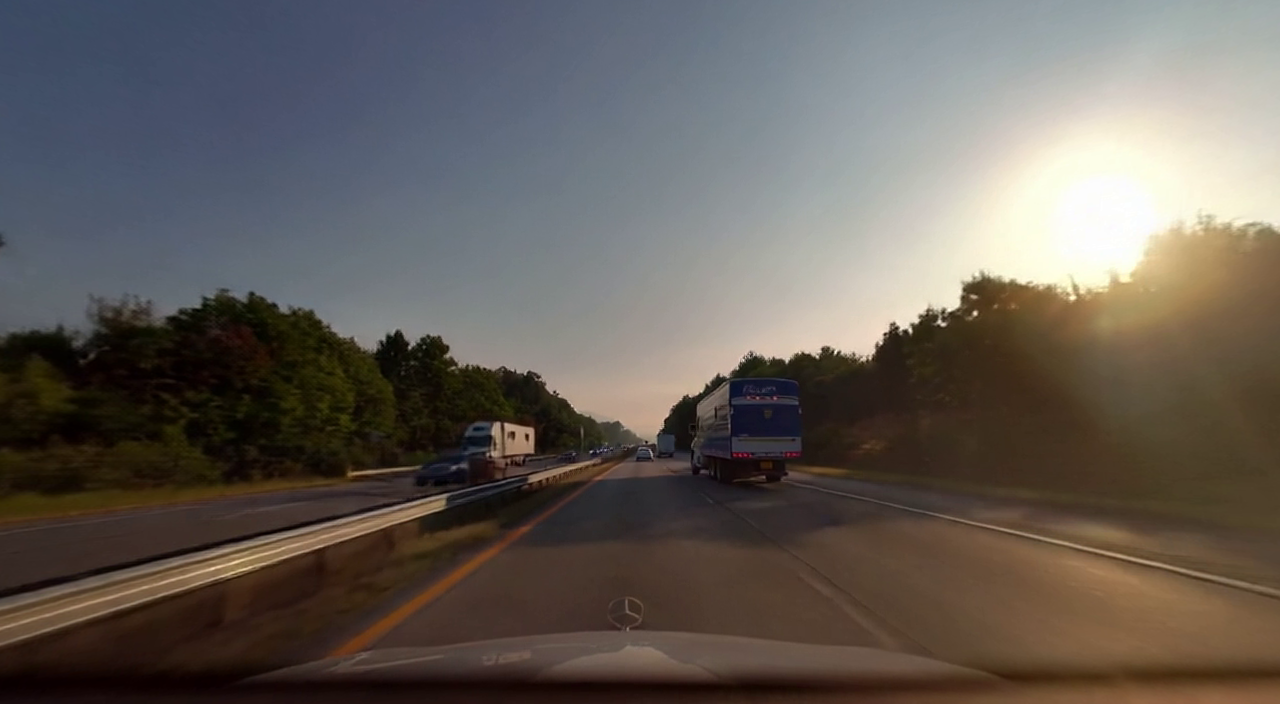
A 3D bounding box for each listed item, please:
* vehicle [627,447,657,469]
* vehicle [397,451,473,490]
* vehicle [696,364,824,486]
[{"bbox_3d":[0.124,7.163,42.563,1.926,1.386,3.615,0,-9,0],"label":"vehicle"},{"bbox_3d":[-8.390,4.866,26.158,1.803,1.449,3.902,0,-9,0],"label":"vehicle"},{"bbox_3d":[4.684,3.553,28.476,2.939,4.129,14.300,0,-9,0],"label":"vehicle"}]
